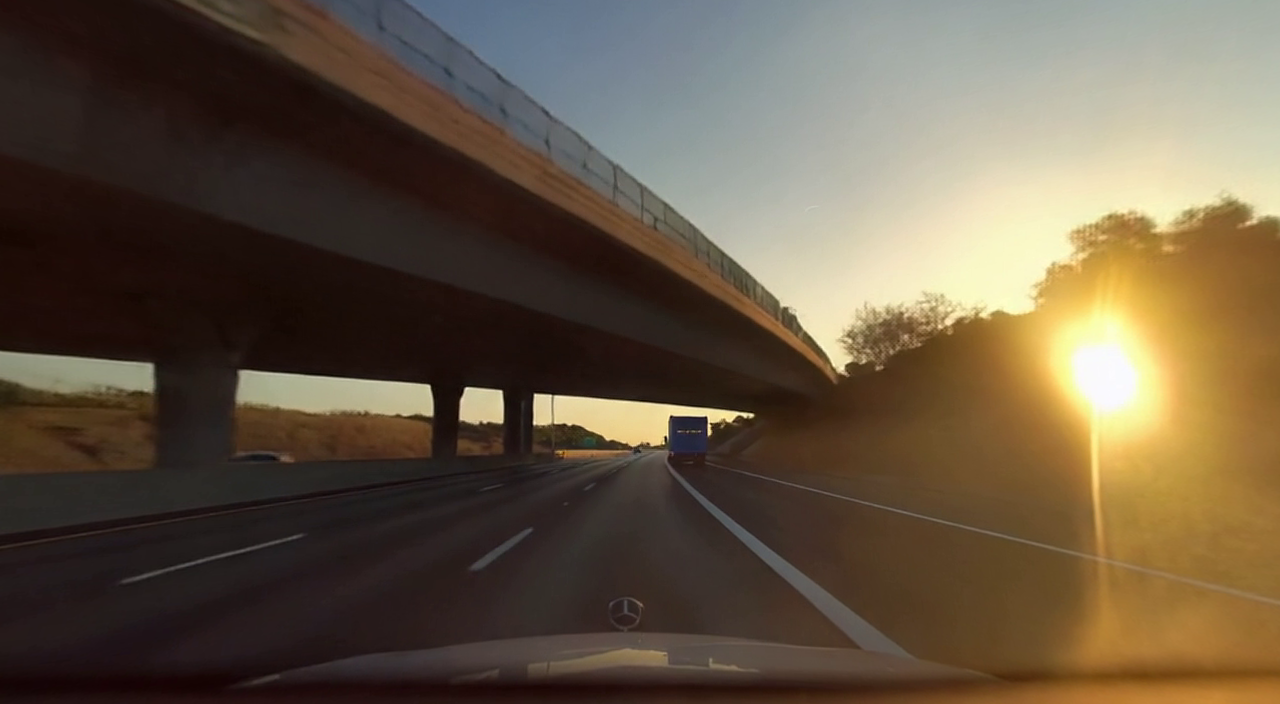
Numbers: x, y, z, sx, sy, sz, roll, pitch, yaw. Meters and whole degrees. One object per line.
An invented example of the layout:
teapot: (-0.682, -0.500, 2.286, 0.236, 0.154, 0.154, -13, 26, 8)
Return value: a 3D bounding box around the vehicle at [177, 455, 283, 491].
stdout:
vehicle: (-19.052, 5.627, 29.595, 1.990, 1.463, 4.355, 0, -9, 1)
